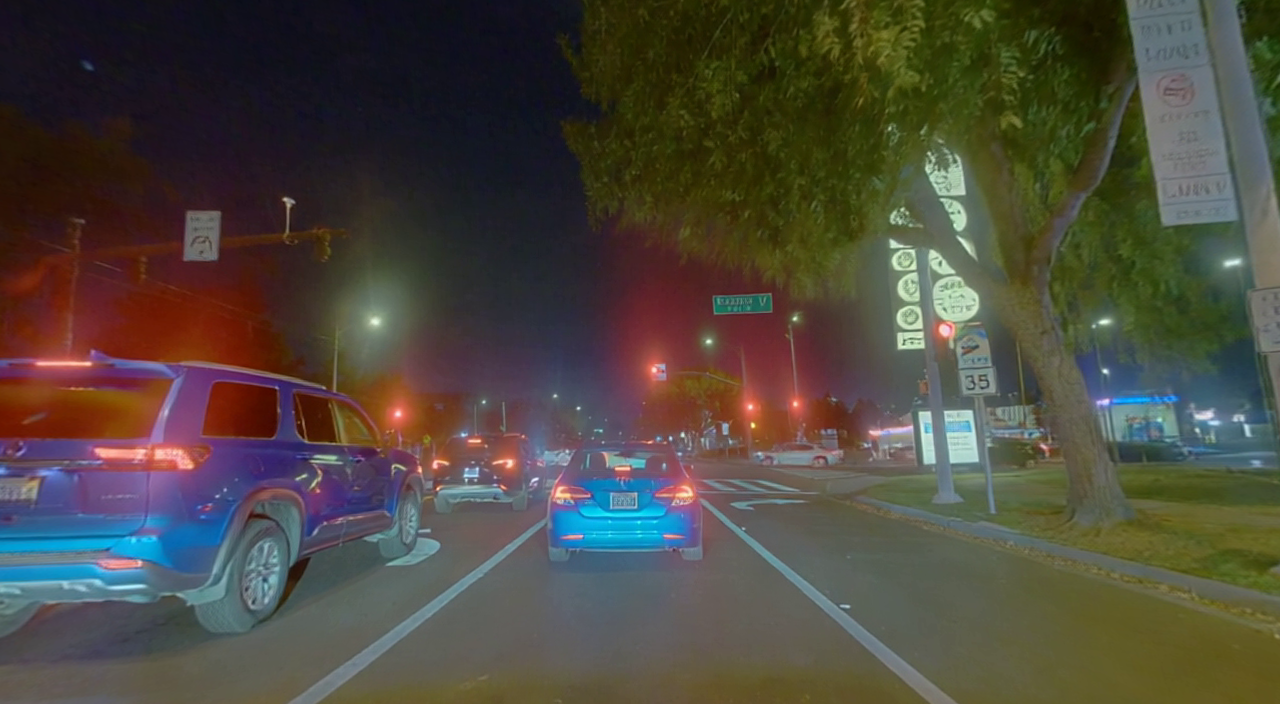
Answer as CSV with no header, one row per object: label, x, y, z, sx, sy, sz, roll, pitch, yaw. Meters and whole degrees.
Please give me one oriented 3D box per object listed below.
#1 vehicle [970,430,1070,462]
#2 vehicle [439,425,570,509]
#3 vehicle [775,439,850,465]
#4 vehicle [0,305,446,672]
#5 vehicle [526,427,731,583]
vehicle,20.996,5.227,34.853,4.116,1.719,2.069,-1,-9,8
vehicle,-2.929,2.599,14.605,2.047,1.664,4.148,0,-8,1
vehicle,9.903,5.804,36.373,3.924,1.447,2.039,-2,-9,9
vehicle,-3.821,1.138,6.209,2.152,2.118,5.066,0,-8,0
vehicle,-0.155,1.785,8.188,1.966,1.481,4.146,0,-8,-1
